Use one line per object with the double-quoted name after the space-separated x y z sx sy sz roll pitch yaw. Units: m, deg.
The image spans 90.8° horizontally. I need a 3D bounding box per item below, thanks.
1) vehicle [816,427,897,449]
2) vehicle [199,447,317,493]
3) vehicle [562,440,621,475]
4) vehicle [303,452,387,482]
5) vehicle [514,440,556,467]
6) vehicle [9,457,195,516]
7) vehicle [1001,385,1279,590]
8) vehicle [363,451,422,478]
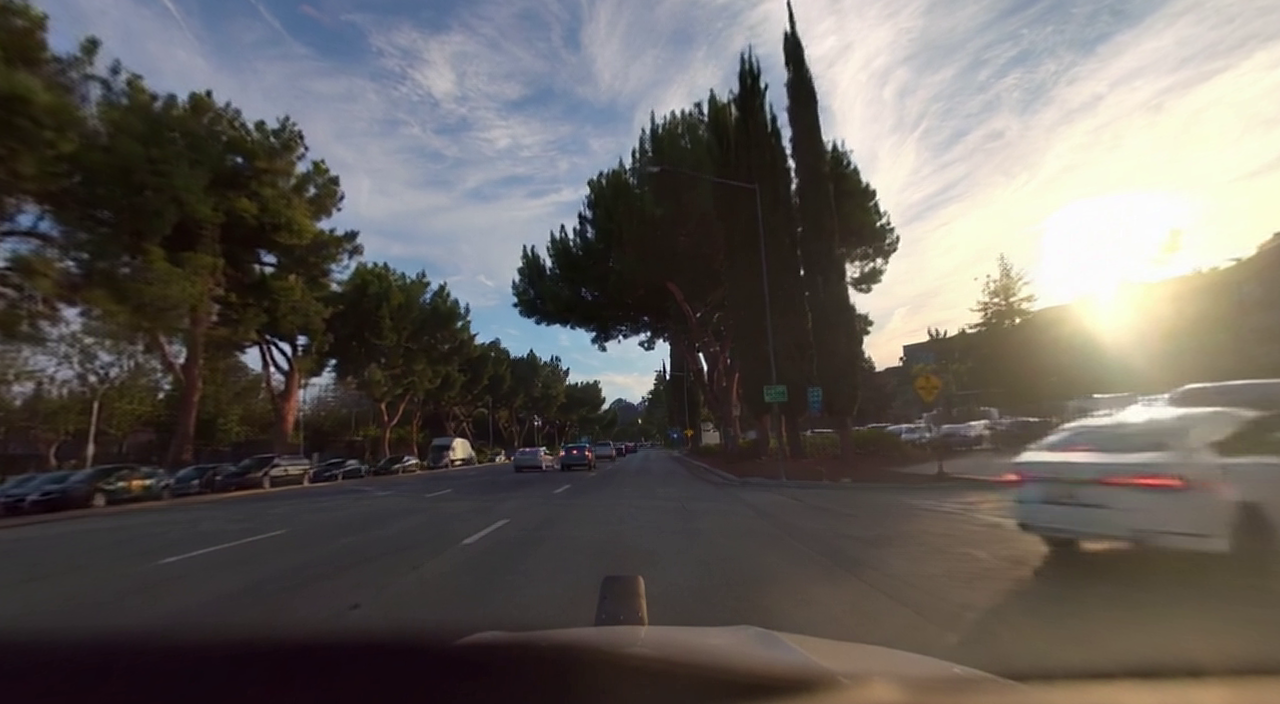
14.439 5.798 42.337 4.739 1.424 1.936 0 -8 2 "vehicle"
-16.399 5.054 27.474 2.073 1.749 4.770 0 -8 1 "vehicle"
-2.237 5.042 30.544 2.235 1.500 4.420 0 -8 4 "vehicle"
-16.361 6.374 35.364 2.162 1.480 5.017 0 -8 1 "vehicle"
-7.360 7.124 44.657 2.054 1.744 4.422 0 -8 2 "vehicle"
-16.429 4.082 19.678 1.849 1.472 4.441 0 -8 1 "vehicle"
6.401 1.269 6.591 4.504 1.513 2.208 4 -9 -23 "vehicle"
-16.152 7.353 41.513 2.024 1.531 4.580 0 -8 1 "vehicle"
